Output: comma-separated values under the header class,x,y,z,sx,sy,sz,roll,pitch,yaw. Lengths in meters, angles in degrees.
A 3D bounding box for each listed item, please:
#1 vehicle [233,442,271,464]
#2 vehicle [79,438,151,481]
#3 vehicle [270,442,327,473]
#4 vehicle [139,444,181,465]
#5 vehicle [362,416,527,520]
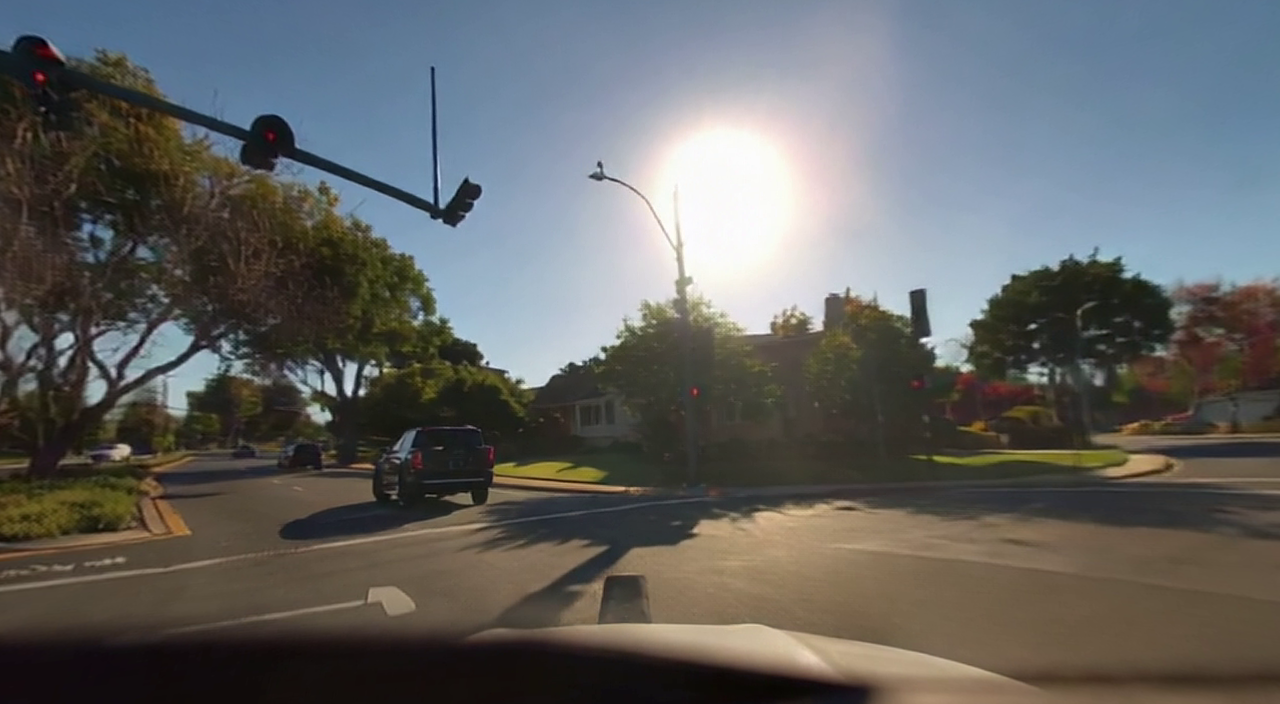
class,x,y,z,sx,sy,sz,roll,pitch,yaw
vehicle,-27.666,7.175,44.900,1.854,1.520,3.759,6,-10,-36
vehicle,-23.242,4.723,28.057,2.063,1.721,4.261,6,-10,-35
vehicle,-17.709,5.391,32.558,1.983,1.433,4.558,5,-10,-34
vehicle,-36.064,7.687,47.438,1.976,1.461,3.642,5,-10,-30
vehicle,-4.452,2.445,13.823,2.141,1.833,4.704,5,-10,-33
